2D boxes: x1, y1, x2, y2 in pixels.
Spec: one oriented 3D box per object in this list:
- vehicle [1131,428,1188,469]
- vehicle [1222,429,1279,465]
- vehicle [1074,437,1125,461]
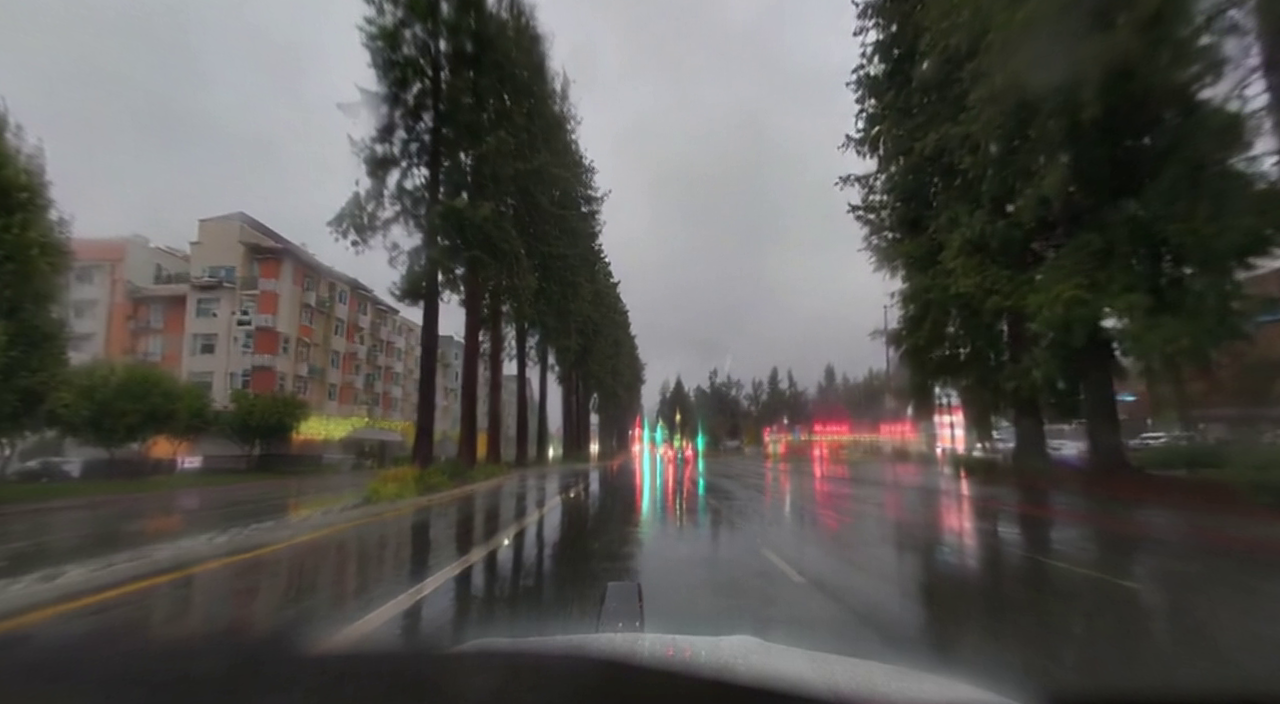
[{"bbox_3d":[31.950,5.919,38.981,2.229,2.281,5.488,-4,-9,35],"label":"vehicle"},{"bbox_3d":[37.916,5.769,38.375,2.049,2.036,5.107,-2,-8,23],"label":"vehicle"},{"bbox_3d":[31.999,6.744,44.122,2.133,1.584,4.842,-4,-9,28],"label":"vehicle"}]
